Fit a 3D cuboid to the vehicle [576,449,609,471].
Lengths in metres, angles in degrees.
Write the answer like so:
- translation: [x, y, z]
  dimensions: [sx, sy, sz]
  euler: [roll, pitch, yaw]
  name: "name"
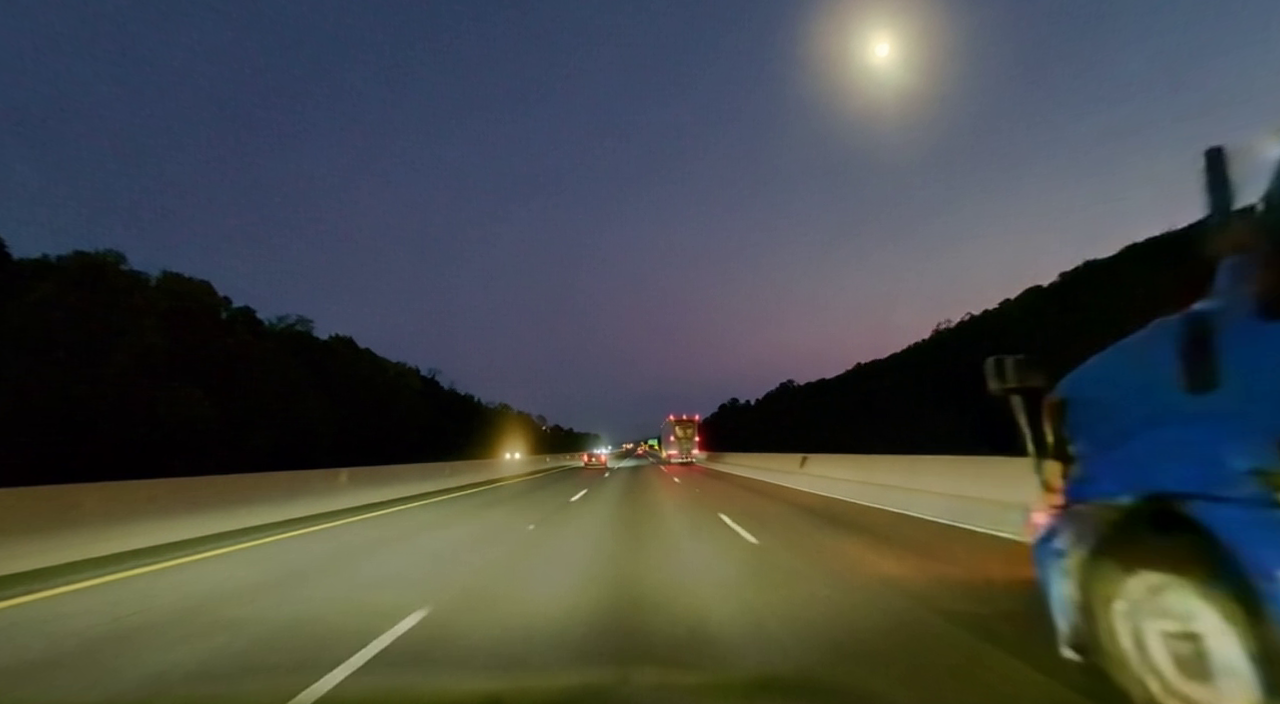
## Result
- translation: [-3.393, 7.843, 46.113]
  dimensions: [2.091, 1.522, 4.301]
  euler: [0, -9, 0]
  name: "vehicle"
